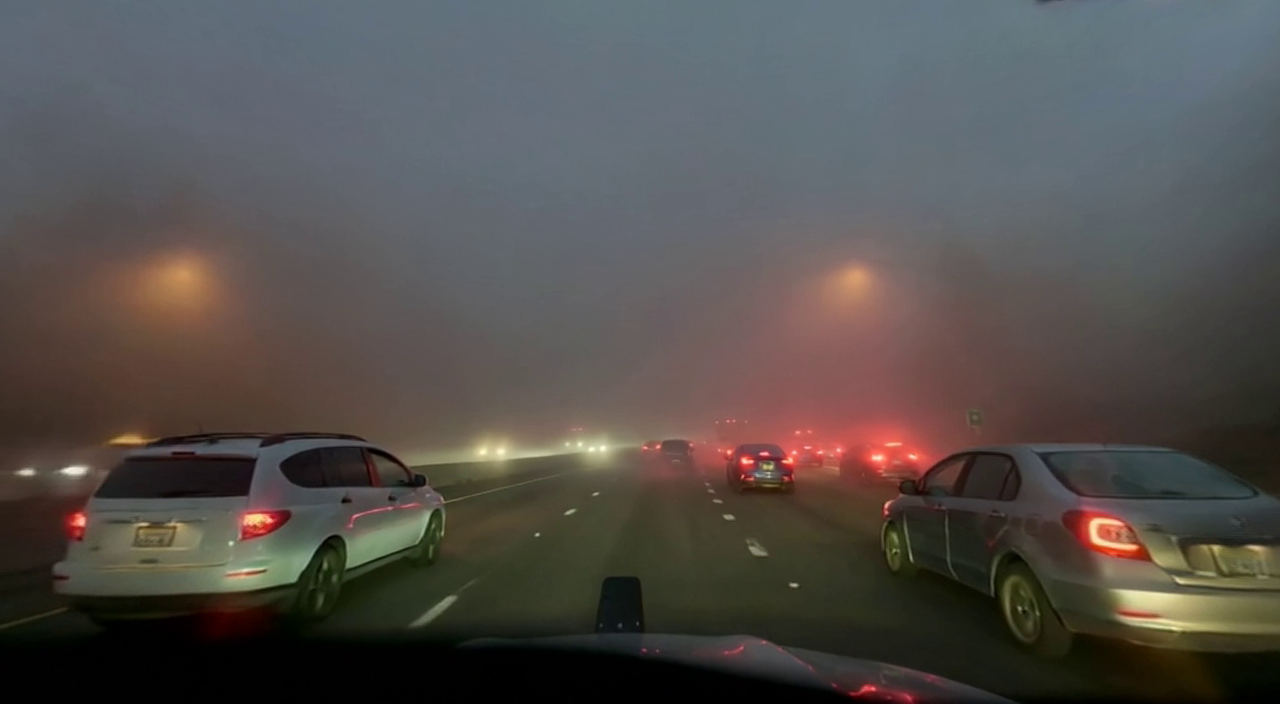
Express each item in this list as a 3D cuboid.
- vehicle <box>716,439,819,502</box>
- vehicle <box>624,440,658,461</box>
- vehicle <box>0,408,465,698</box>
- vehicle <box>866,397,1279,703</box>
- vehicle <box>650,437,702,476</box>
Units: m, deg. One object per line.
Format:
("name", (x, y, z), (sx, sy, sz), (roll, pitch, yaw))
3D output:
("vehicle", (3.346, 3.215, 17.505), (2.009, 1.489, 4.559), (0, -9, 1))
("vehicle", (0.123, 7.436, 47.502), (2.059, 1.516, 4.236), (-1, -9, 7))
("vehicle", (-3.250, 1.438, 5.731), (1.937, 1.558, 4.469), (0, -9, 1))
("vehicle", (3.424, 1.236, 4.391), (2.014, 1.489, 4.696), (0, -9, 1))
("vehicle", (1.643, 4.718, 28.492), (2.201, 1.614, 3.803), (-1, -9, 4))
